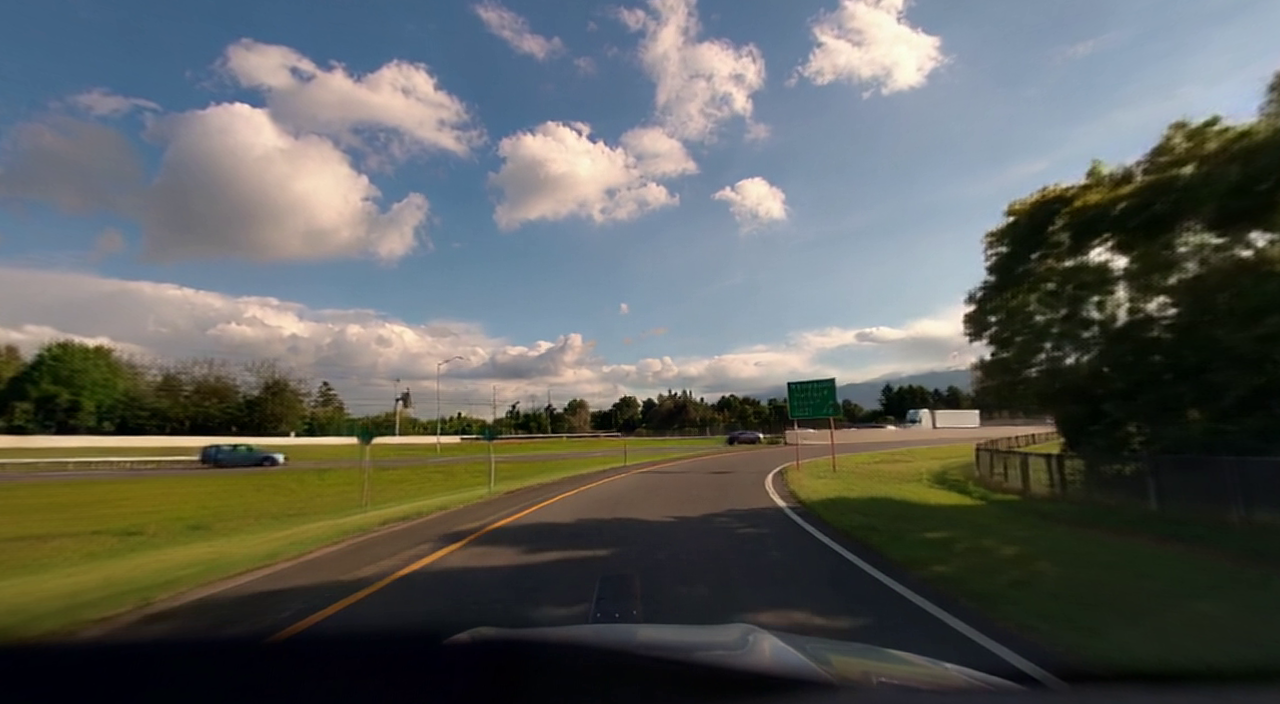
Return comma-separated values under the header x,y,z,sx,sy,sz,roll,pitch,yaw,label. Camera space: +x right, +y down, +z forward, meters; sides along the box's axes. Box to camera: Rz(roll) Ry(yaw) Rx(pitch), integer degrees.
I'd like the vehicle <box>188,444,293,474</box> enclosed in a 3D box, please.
x,y,z,sx,sy,sz,roll,pitch,yaw,label
-22.779,6.121,36.172,4.843,1.579,2.135,4,-9,-28,vehicle
